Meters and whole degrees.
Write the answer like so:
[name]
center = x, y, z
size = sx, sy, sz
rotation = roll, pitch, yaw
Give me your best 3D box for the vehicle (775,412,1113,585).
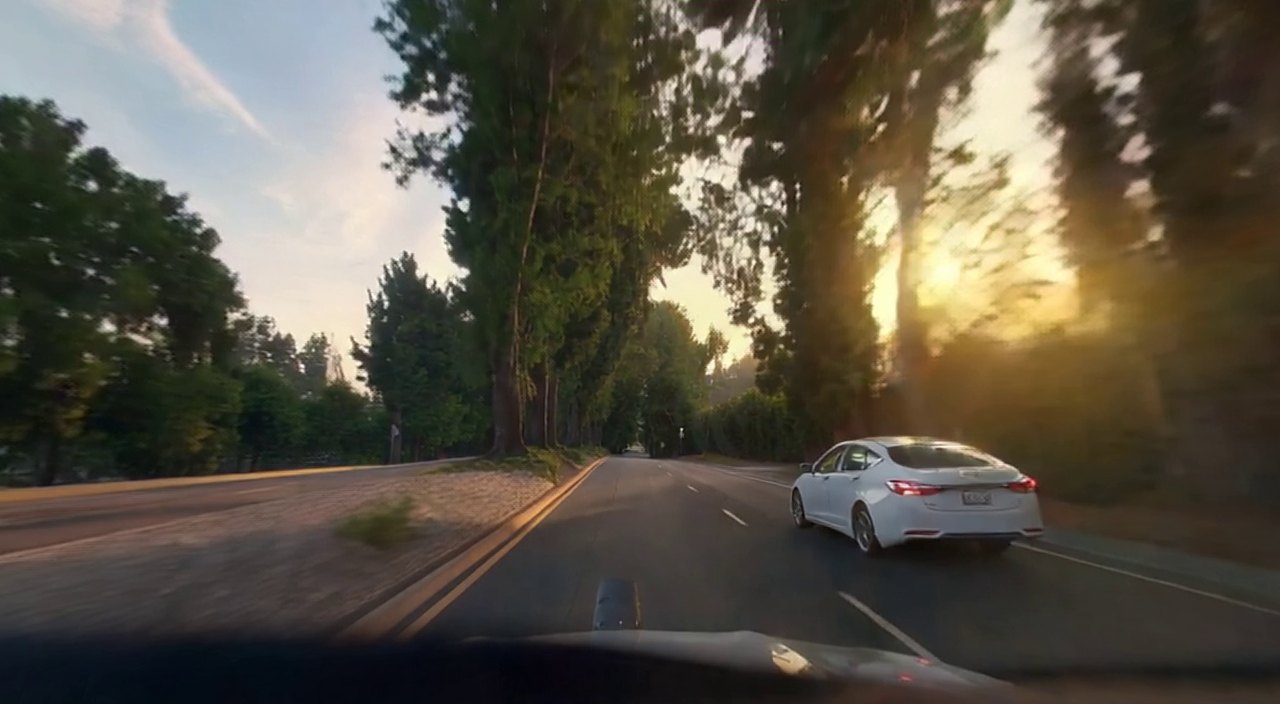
[vehicle]
center = 3.340, 1.710, 8.266
size = 2.060, 1.584, 4.592
rotation = 0, -8, -1
